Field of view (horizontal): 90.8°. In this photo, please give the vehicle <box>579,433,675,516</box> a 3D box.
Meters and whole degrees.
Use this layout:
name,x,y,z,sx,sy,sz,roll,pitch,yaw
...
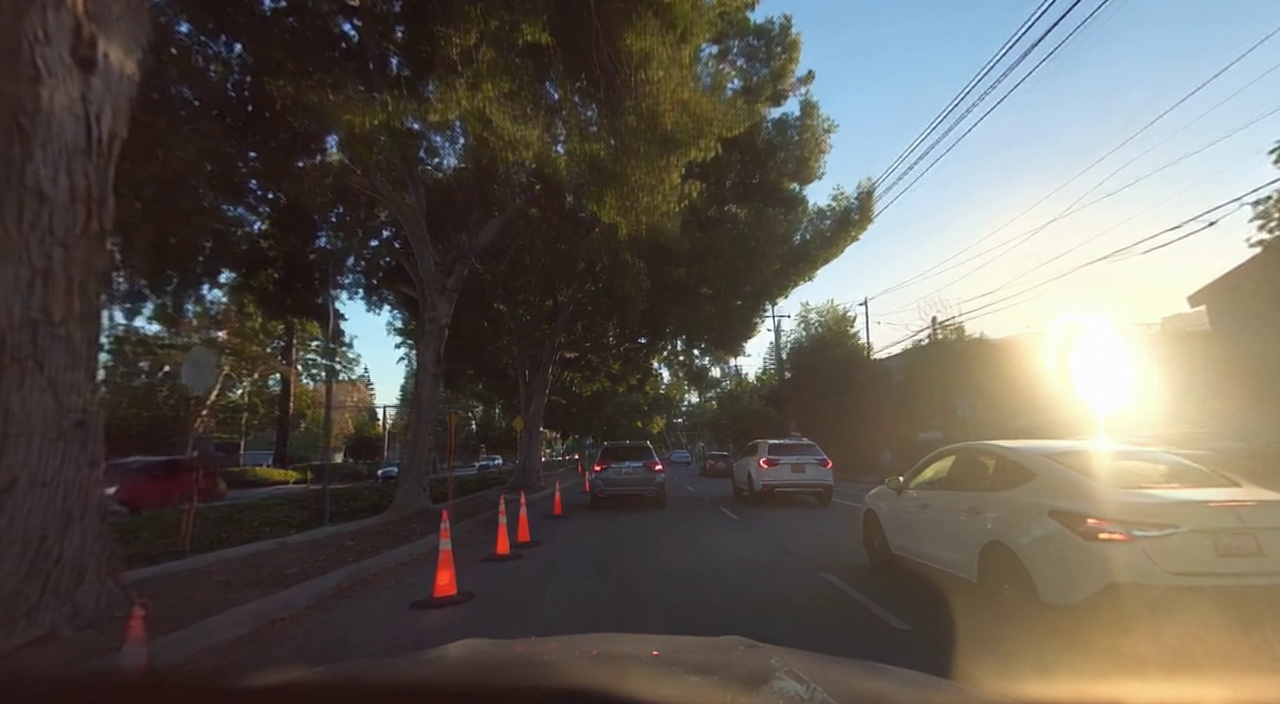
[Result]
name,x,y,z,sx,sy,sz,roll,pitch,yaw
vehicle,-0.311,2.927,15.592,2.050,1.745,3.915,0,-8,-1

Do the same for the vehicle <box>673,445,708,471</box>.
name,x,y,z,sx,sy,sz,roll,pitch,yaw
vehicle,3.817,8.076,48.370,2.175,1.788,4.271,0,-8,-2

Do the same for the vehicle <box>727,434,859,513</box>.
name,x,y,z,sx,sy,sz,roll,pitch,yaw
vehicle,3.748,3.058,16.493,2.116,1.726,4.672,0,-8,-2

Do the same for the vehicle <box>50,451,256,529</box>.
name,x,y,z,sx,sy,sz,roll,pitch,yaw
vehicle,-12.572,3.526,16.782,1.911,1.693,4.452,-1,-8,0

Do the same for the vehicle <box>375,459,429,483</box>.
name,x,y,z,sx,sy,sz,roll,pitch,yaw
vehicle,-16.362,8.168,43.661,1.973,1.457,4.564,0,-8,-1

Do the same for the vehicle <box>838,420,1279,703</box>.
name,x,y,z,sx,sy,sz,roll,pitch,yaw
vehicle,3.404,1.387,5.244,1.977,1.460,4.565,0,-8,-1
